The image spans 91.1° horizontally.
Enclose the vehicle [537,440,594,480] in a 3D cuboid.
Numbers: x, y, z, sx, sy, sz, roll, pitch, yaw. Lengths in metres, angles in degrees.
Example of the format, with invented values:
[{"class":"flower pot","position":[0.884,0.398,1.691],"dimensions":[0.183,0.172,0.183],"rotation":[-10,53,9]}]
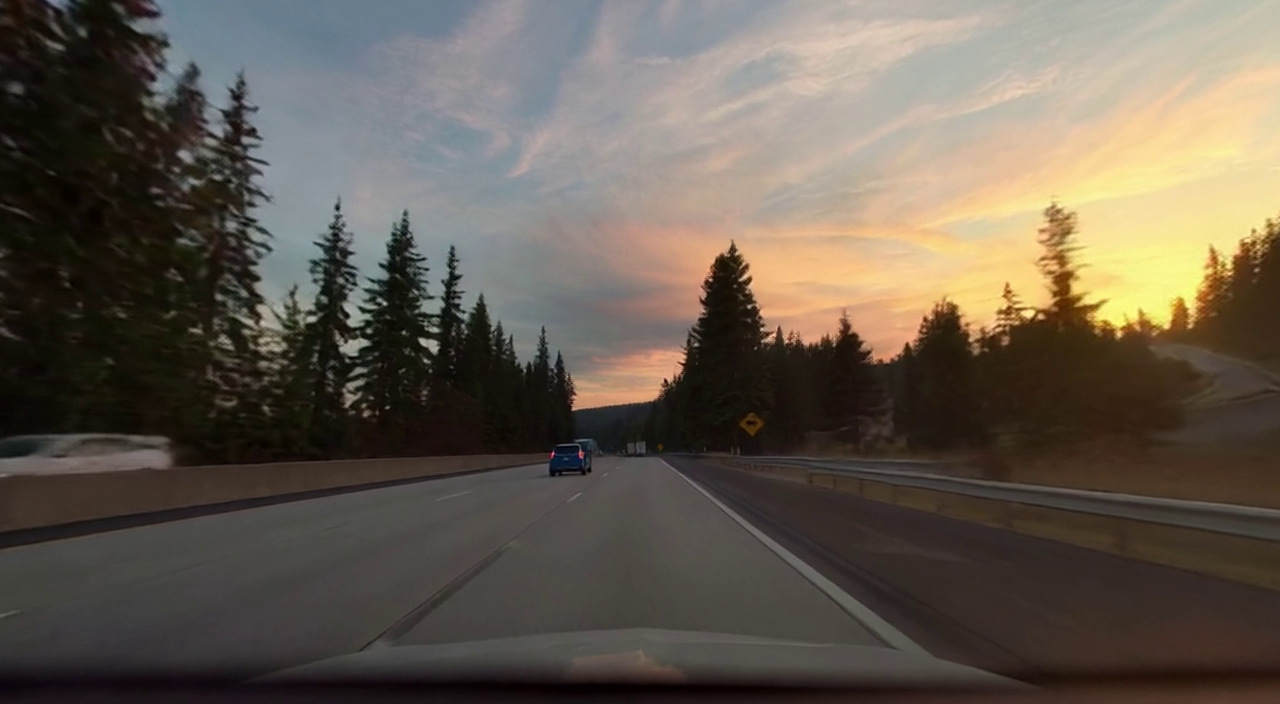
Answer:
[{"class":"vehicle","position":[-3.459,5.152,30.183],"dimensions":[2.084,1.752,4.479],"rotation":[0,-9,1]}]

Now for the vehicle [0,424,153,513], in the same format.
[{"class":"vehicle","position":[-13.788,2.532,13.876],"dimensions":[2.126,1.744,4.816],"rotation":[0,-9,0]}]
